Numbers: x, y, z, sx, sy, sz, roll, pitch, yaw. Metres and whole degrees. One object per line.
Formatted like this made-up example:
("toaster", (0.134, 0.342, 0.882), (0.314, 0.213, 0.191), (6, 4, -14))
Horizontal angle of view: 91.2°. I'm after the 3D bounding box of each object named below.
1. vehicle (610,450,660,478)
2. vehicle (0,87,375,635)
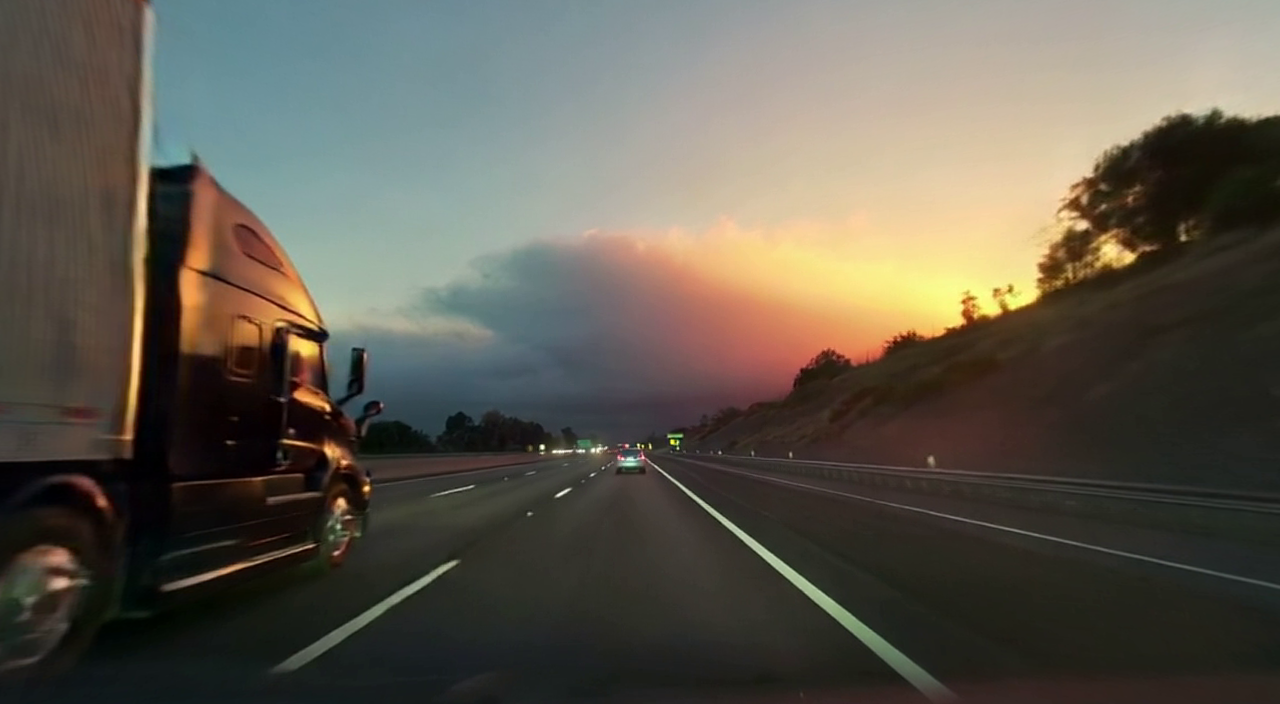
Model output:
("vehicle", (-0.293, 5.812, 32.864), (2.398, 1.336, 5.698), (0, -9, -1))
("vehicle", (-4.183, 0.134, 4.911), (3.036, 3.291, 2.419), (0, -9, -2))
